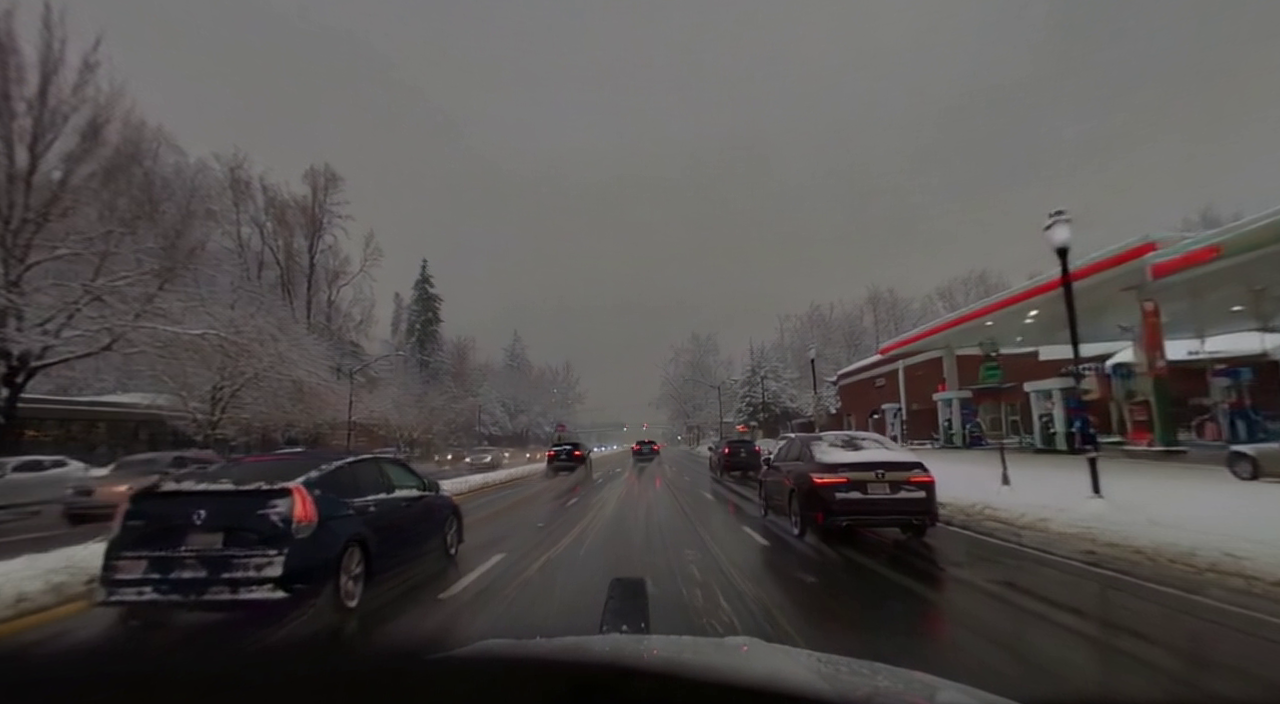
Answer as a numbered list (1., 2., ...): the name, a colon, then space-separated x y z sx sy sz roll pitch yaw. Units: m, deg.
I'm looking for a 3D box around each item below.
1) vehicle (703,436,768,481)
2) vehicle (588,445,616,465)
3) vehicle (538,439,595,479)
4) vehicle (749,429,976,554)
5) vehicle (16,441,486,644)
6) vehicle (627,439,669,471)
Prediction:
1. vehicle: 3.914 4.464 26.733 1.980 1.709 4.813 0 -8 0
2. vehicle: -2.959 8.042 49.498 1.901 1.483 4.372 0 -8 0
3. vehicle: -3.198 4.745 28.226 1.988 1.645 3.995 0 -8 1
4. vehicle: 3.115 2.041 10.019 1.919 1.502 4.572 0 -8 0
5. vehicle: -3.191 1.622 6.530 2.013 1.354 4.393 0 -8 1
6. vehicle: 0.437 5.713 35.122 2.192 1.674 4.124 0 -8 0
